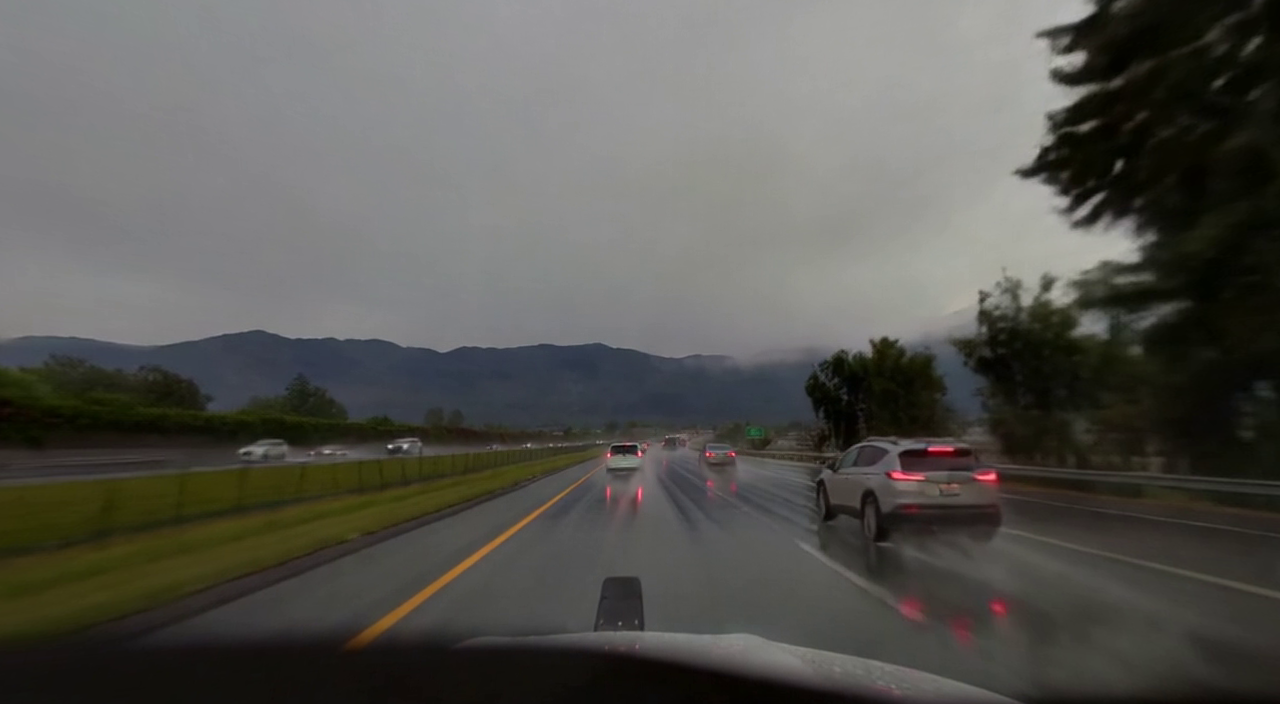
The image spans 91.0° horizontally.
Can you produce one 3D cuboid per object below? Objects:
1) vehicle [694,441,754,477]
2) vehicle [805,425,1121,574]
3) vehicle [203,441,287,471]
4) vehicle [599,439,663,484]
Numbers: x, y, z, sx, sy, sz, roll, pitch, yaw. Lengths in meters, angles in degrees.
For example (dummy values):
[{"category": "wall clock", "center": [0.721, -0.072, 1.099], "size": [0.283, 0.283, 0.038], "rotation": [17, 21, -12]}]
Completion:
[{"category": "vehicle", "center": [3.572, 4.634, 27.502], "size": [1.957, 1.447, 4.241], "rotation": [0, -9, -1]}, {"category": "vehicle", "center": [3.847, 1.815, 8.565], "size": [1.949, 1.493, 4.272], "rotation": [0, -9, -1]}, {"category": "vehicle", "center": [-25.040, 6.575, 40.167], "size": [2.172, 1.771, 4.917], "rotation": [0, -9, -1]}, {"category": "vehicle", "center": [-0.326, 3.880, 22.487], "size": [2.085, 1.449, 3.860], "rotation": [0, -9, -1]}]
